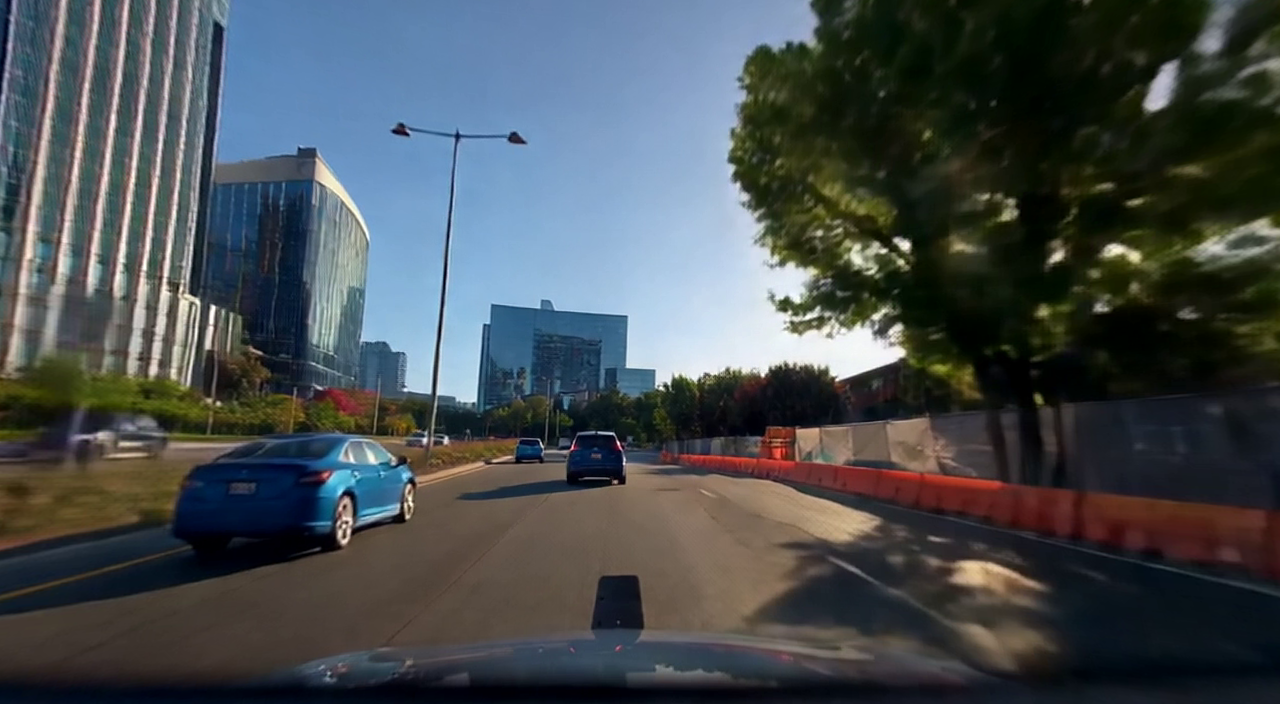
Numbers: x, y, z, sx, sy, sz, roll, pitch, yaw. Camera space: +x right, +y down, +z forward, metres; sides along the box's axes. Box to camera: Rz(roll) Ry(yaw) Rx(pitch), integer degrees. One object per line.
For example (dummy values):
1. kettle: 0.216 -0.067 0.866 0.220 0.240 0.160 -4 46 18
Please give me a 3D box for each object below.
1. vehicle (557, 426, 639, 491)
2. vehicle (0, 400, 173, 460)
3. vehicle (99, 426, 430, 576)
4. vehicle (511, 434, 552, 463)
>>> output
1. vehicle: -1.061 2.753 16.653 1.913 1.499 3.581 0 -8 -2
2. vehicle: -18.969 2.734 21.782 1.974 1.822 4.999 0 -8 -4
3. vehicle: -4.250 1.686 8.056 1.848 1.406 4.013 0 -8 -2
4. vehicle: -5.980 5.337 35.019 1.888 1.486 4.310 1 -8 -5
